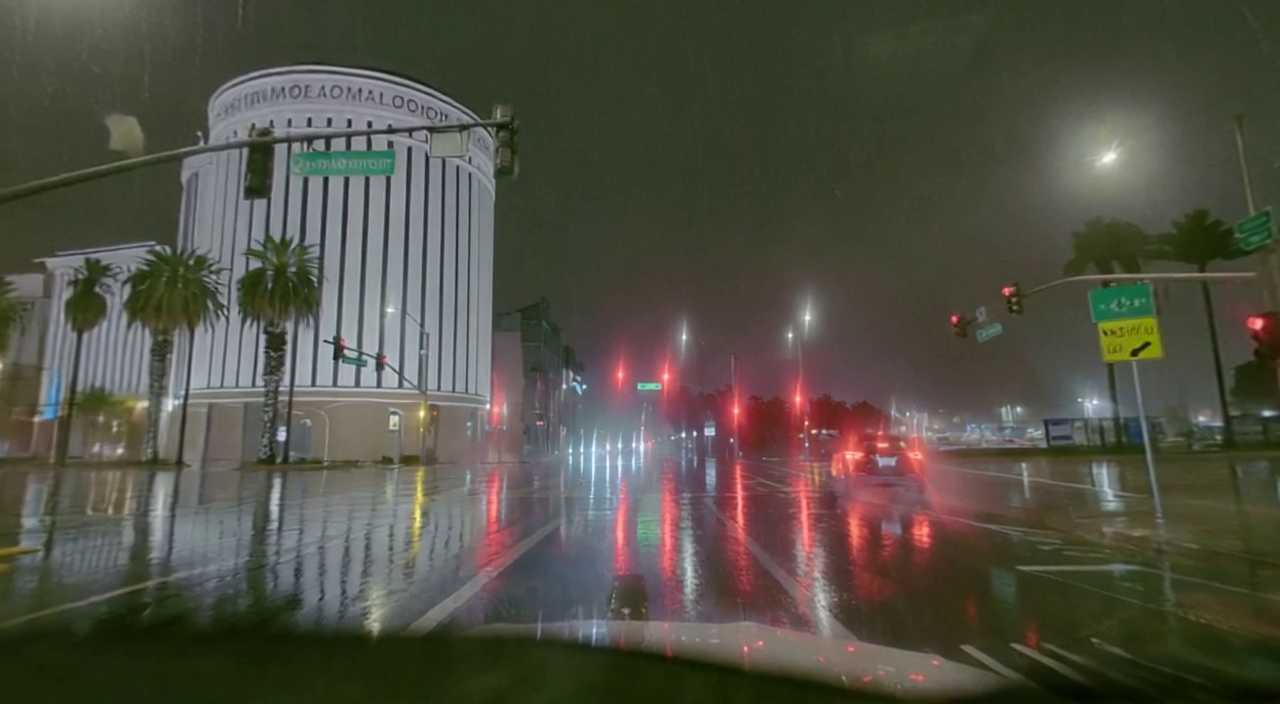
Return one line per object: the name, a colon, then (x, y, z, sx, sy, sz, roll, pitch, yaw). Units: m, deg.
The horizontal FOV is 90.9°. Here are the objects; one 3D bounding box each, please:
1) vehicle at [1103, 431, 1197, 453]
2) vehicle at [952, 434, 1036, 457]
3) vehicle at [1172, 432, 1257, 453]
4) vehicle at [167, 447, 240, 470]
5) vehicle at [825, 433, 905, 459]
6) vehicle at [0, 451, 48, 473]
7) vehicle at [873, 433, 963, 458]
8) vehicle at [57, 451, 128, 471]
vehicle: (33.598, 5.941, 41.568, 4.567, 1.458, 1.791, 0, -8, 0)
vehicle: (23.532, 6.211, 41.989, 4.423, 1.465, 1.798, 0, -8, 0)
vehicle: (42.118, 6.643, 46.283, 4.437, 1.469, 1.811, 0, -8, 0)
vehicle: (-33.222, 8.089, 48.014, 4.136, 1.661, 1.857, 0, -8, 0)
vehicle: (15.026, 6.291, 42.236, 4.648, 1.665, 1.910, 0, -8, -1)
vehicle: (-48.041, 8.389, 48.156, 3.786, 1.555, 1.702, 0, -8, 2)
vehicle: (16.920, 5.727, 38.485, 4.684, 1.461, 1.777, 0, -8, -1)
vehicle: (-41.719, 8.300, 48.028, 3.698, 1.467, 1.779, 0, -8, 0)
